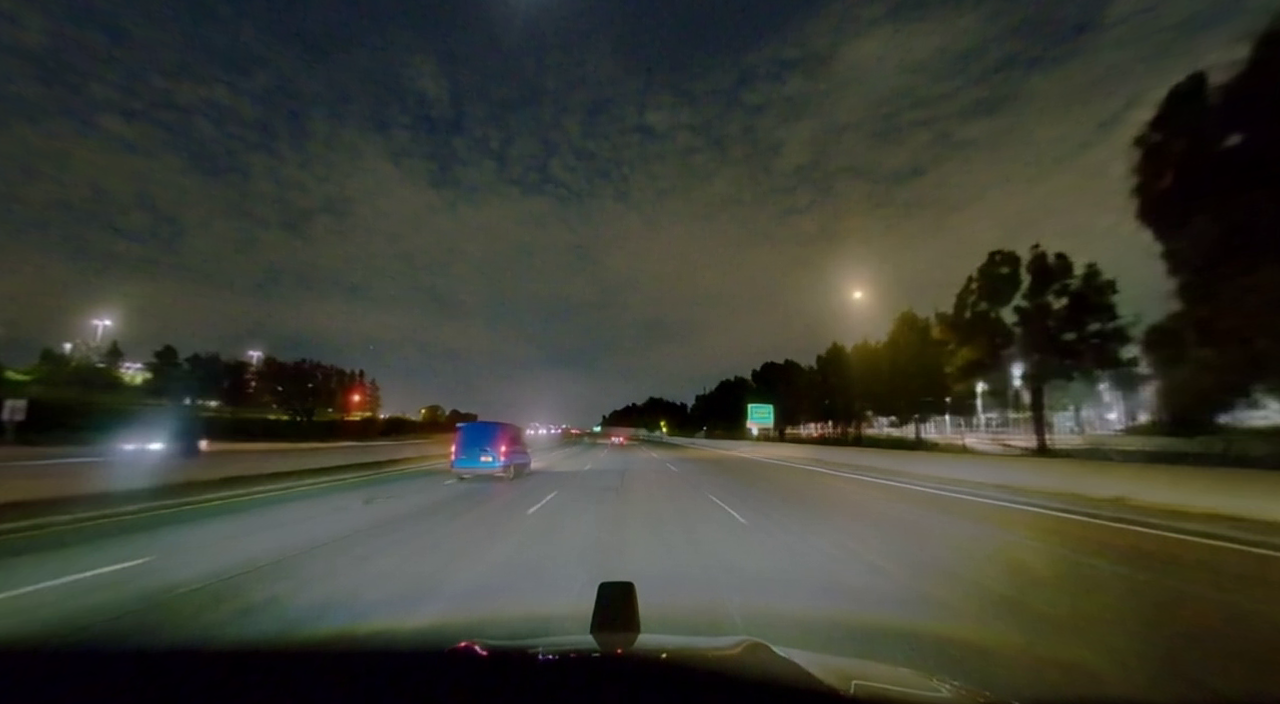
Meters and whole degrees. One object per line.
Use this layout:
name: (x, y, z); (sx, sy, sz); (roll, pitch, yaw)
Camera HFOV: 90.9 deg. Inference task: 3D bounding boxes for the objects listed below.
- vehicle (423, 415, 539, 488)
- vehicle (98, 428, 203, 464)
vehicle: (-4.423, 2.827, 18.376); (2.219, 1.827, 4.738); (0, -7, -1)
vehicle: (-23.949, 4.589, 31.070); (1.923, 1.658, 4.312); (0, -7, -4)
